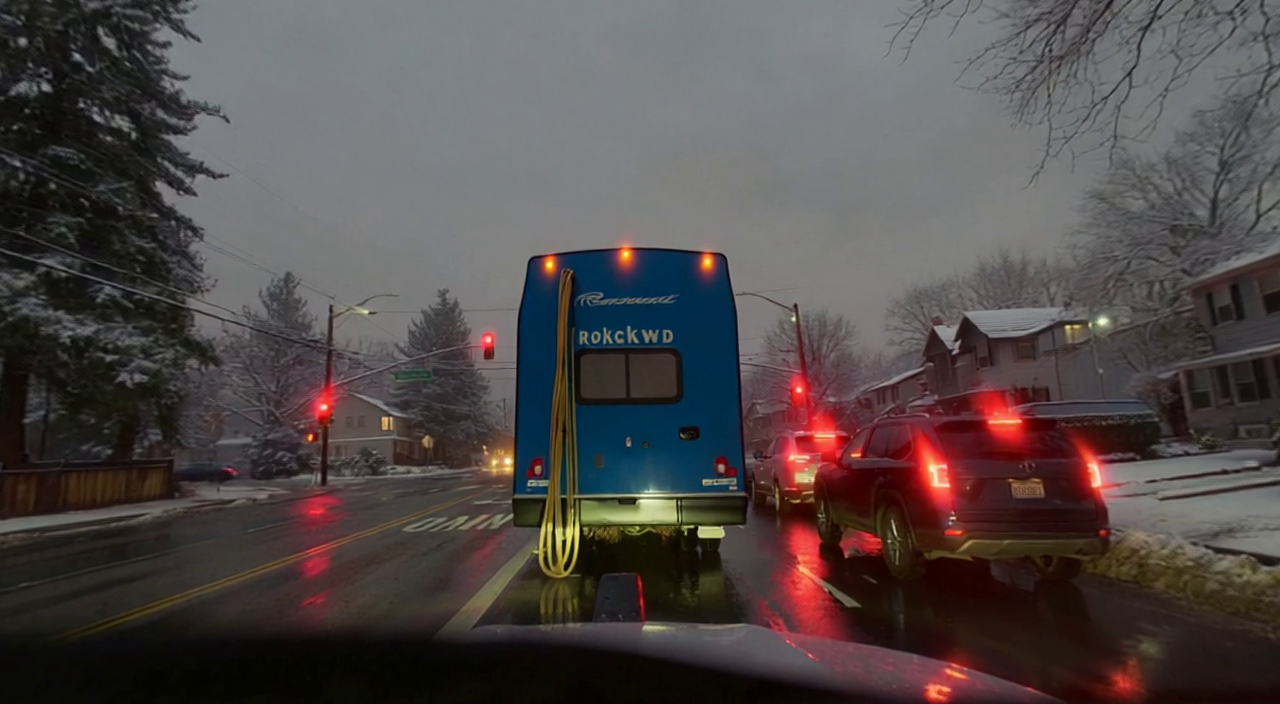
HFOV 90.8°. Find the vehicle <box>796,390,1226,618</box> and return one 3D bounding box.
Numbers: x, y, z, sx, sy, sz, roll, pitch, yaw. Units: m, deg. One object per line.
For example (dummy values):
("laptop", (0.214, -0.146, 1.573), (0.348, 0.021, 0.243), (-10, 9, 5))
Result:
("vehicle", (3.407, 1.493, 7.130), (2.104, 1.735, 4.408), (0, -9, 0))

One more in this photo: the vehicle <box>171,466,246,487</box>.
("vehicle", (-32.714, 9.399, 47.949), (4.311, 1.458, 1.707), (0, -9, -3))

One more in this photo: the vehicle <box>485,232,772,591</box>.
("vehicle", (-0.117, 1.122, 10.279), (2.709, 3.511, 8.213), (0, -9, 0))

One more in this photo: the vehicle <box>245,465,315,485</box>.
("vehicle", (-27.412, 9.348, 48.142), (4.187, 1.445, 1.809), (0, -9, 0))
